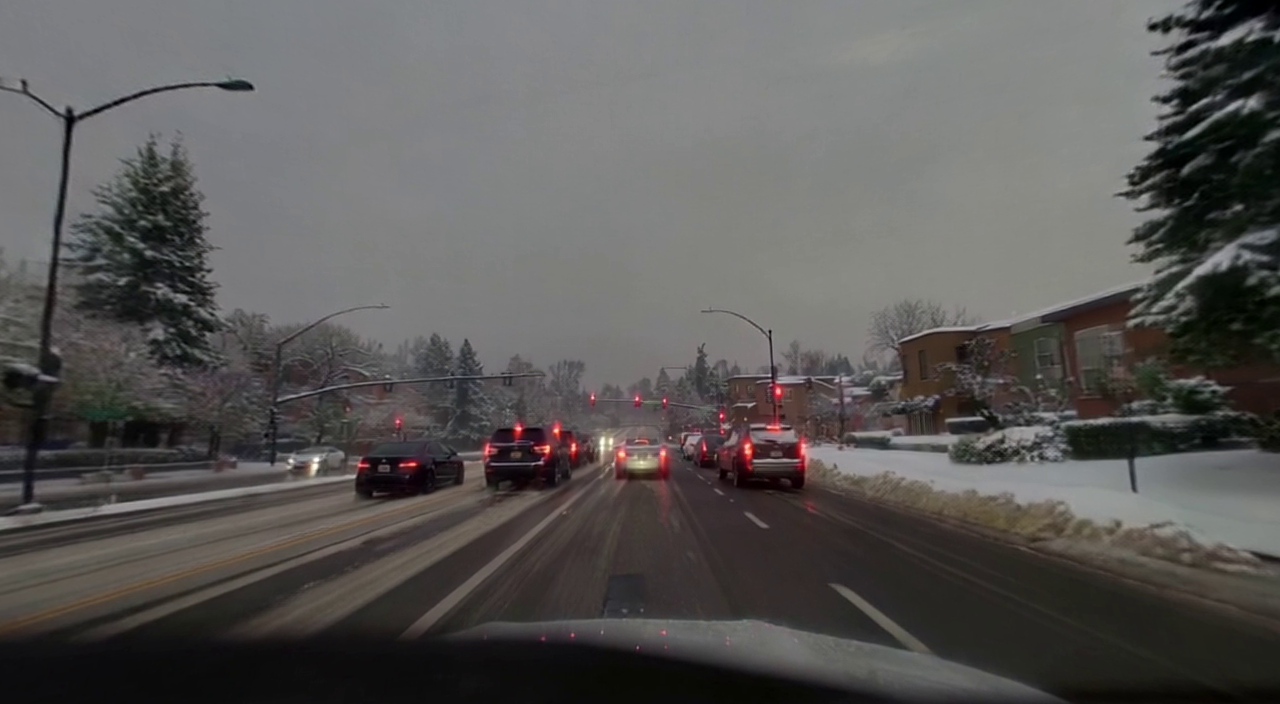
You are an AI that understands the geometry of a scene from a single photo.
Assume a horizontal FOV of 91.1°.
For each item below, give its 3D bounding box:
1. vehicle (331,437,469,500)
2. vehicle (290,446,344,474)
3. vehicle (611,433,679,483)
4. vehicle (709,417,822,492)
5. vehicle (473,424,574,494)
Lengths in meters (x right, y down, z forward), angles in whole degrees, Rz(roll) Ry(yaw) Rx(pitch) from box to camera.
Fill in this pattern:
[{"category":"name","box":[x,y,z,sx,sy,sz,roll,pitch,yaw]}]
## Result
[{"category":"vehicle","box":[-6.358,3.122,17.314,1.926,1.465,4.620,0,-8,1]},{"category":"vehicle","box":[-22.396,7.457,43.762,2.219,1.786,5.705,3,-9,-17]},{"category":"vehicle","box":[0.132,3.433,20.616,2.021,1.461,3.862,0,-8,-1]},{"category":"vehicle","box":[3.359,2.890,17.945,2.141,1.833,4.704,0,-8,-2]},{"category":"vehicle","box":[-3.065,2.939,17.537,1.912,1.703,4.261,0,-8,1]}]
